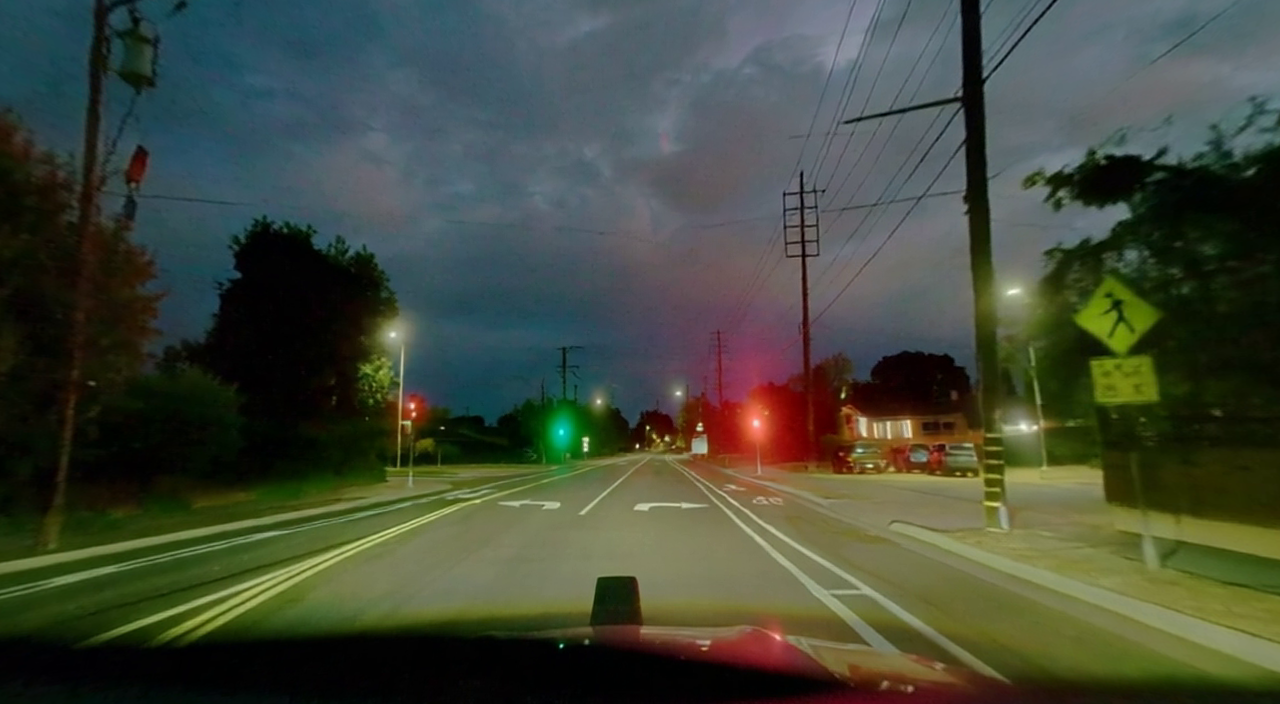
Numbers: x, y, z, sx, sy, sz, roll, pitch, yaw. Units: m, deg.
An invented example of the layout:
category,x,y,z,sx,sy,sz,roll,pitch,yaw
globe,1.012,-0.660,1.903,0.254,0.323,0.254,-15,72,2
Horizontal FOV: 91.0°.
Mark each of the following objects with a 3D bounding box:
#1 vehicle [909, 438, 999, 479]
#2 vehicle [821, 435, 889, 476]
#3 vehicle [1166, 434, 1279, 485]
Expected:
category,x,y,z,sx,sy,sz,roll,pitch,yaw
vehicle,14.131,4.825,28.669,1.935,1.683,4.669,0,-9,3
vehicle,10.916,5.287,32.310,1.912,1.953,4.651,0,-9,1
vehicle,21.528,3.727,22.095,3.943,1.664,2.391,-1,-8,0
